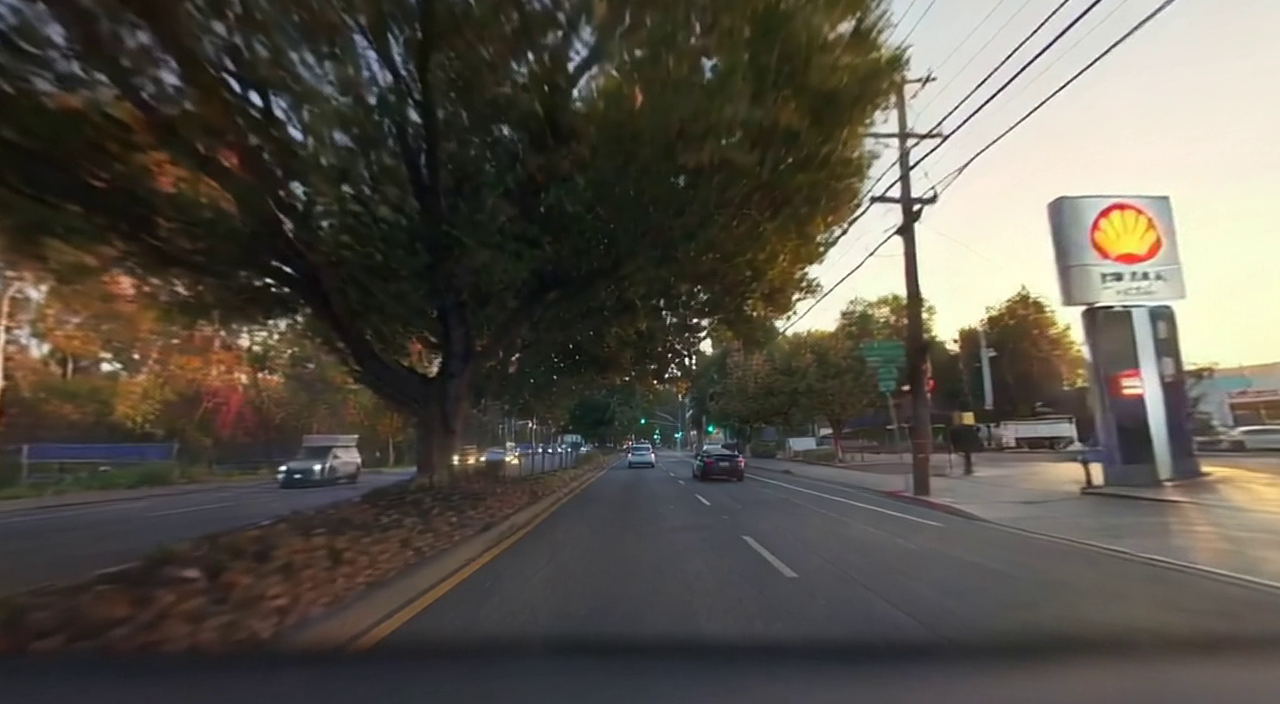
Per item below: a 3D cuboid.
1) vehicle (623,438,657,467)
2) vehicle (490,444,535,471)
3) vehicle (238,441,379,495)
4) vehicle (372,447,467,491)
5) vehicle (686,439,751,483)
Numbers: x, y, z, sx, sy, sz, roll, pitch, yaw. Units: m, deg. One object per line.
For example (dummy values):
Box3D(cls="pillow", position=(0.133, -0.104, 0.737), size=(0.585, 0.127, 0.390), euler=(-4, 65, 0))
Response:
Box3D(cls="vehicle", position=(-0.041, 6.771, 42.714), size=(2.163, 1.825, 4.073), euler=(0, -8, -1))
Box3D(cls="vehicle", position=(-8.584, 7.167, 43.053), size=(2.089, 1.693, 4.546), euler=(-1, -8, 1))
Box3D(cls="vehicle", position=(-12.802, 4.497, 25.020), size=(2.415, 1.828, 5.778), euler=(-1, -8, 0))
Box3D(cls="vehicle", position=(-8.360, 4.436, 24.475), size=(2.180, 1.484, 4.612), euler=(0, -8, -2))
Box3D(cls="vehicle", position=(3.103, 4.394, 25.751), size=(1.990, 1.592, 4.294), euler=(0, -8, -1))
